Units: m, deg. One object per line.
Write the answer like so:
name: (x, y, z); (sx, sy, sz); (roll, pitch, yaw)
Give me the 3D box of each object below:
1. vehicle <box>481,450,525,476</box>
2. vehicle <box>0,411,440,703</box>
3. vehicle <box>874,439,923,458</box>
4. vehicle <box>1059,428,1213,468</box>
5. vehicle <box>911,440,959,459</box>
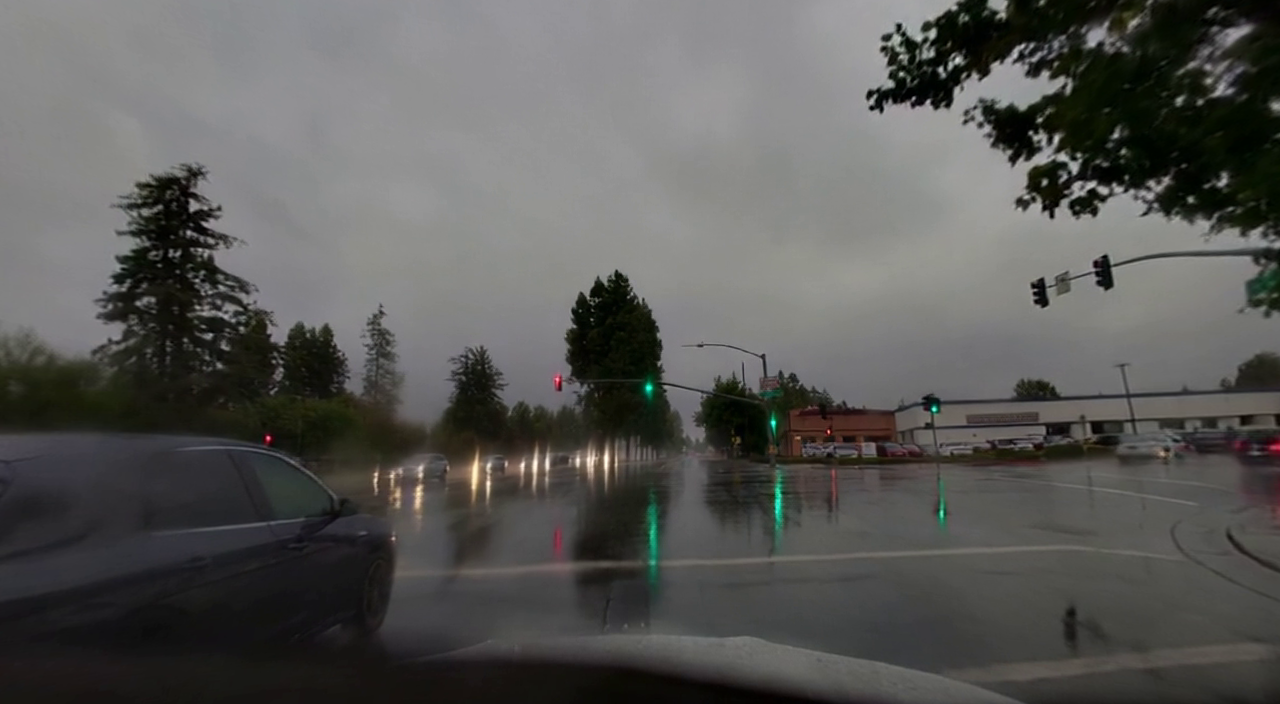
vehicle: (-9.954, 8.062, 46.033); (1.905, 1.724, 4.449); (-1, -8, 4)
vehicle: (-2.887, 1.156, 3.441); (1.924, 1.482, 4.734); (0, -8, 1)
vehicle: (20.145, 7.479, 48.983); (1.945, 1.434, 4.293); (-9, -12, 44)
vehicle: (19.765, 3.844, 25.239); (4.552, 1.492, 2.002); (0, -9, -4)
vehicle: (22.182, 7.309, 47.322); (1.930, 1.410, 4.313); (-8, -12, 42)
